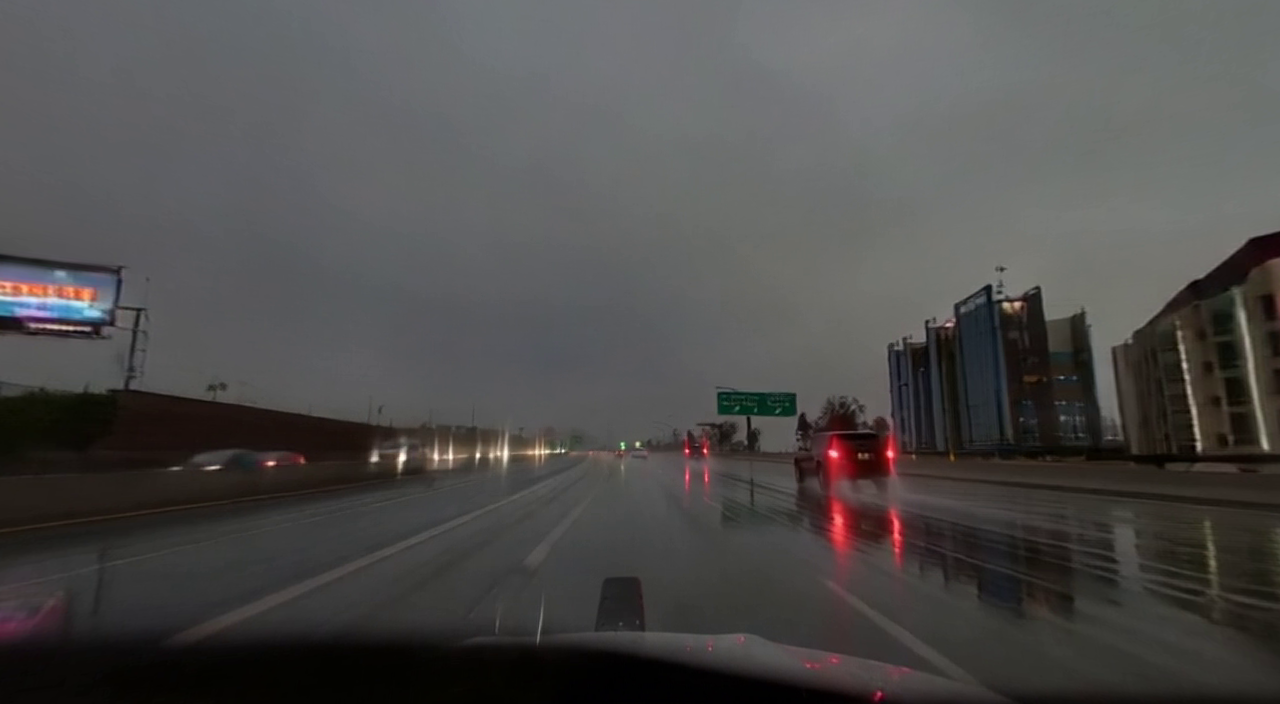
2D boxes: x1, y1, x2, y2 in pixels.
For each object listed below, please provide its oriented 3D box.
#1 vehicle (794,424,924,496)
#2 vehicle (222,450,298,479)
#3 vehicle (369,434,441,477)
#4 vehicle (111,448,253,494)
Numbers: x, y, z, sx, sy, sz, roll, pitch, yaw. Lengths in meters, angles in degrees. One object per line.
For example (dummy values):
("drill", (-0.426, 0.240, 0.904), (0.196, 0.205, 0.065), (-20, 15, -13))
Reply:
("vehicle", (6.686, 3.374, 20.053), (2.181, 1.952, 4.973), (0, -9, -2))
("vehicle", (-21.457, 6.329, 35.905), (1.611, 1.537, 4.463), (0, -9, -2))
("vehicle", (-13.537, 6.103, 36.788), (2.224, 2.008, 4.808), (4, -13, -1))
("vehicle", (-17.117, 4.428, 23.972), (2.001, 1.572, 4.572), (0, -9, -1))
